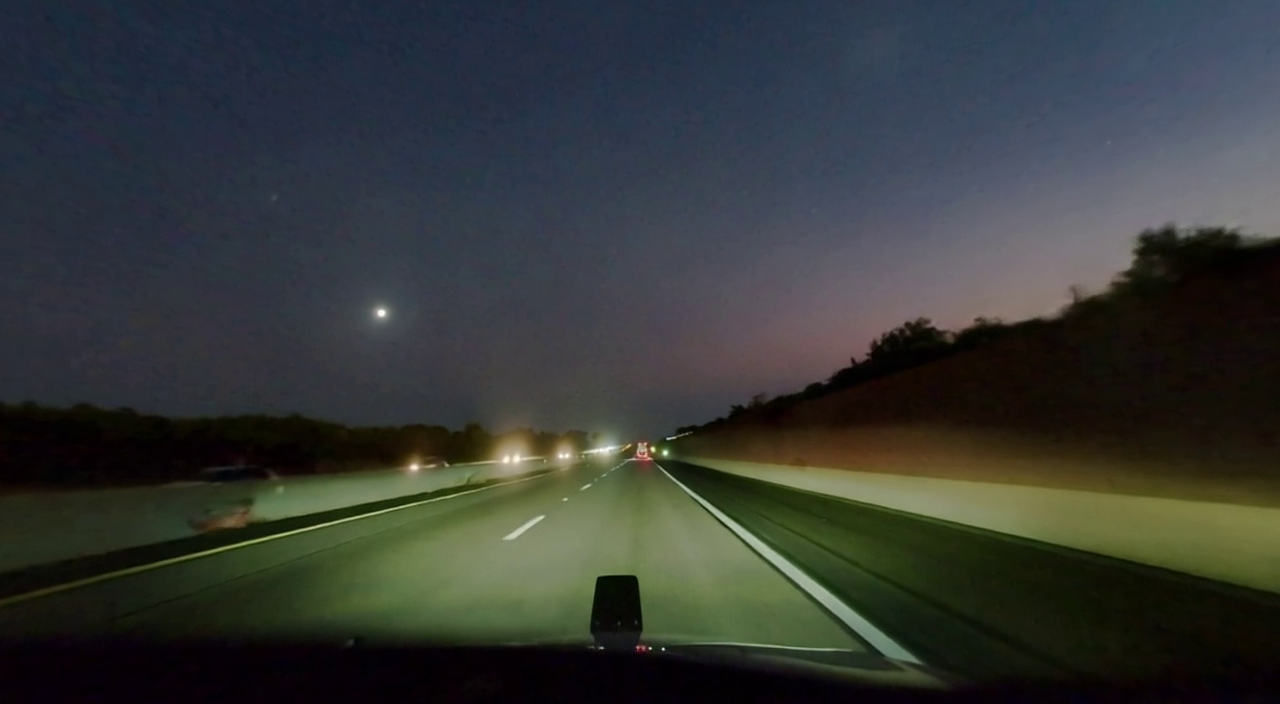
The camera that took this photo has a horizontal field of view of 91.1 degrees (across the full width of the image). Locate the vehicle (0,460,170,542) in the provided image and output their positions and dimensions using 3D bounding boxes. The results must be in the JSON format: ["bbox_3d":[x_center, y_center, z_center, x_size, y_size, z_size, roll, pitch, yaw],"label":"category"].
[{"bbox_3d":[-13.105,3.130,13.622,2.075,1.475,4.849,0,-9,0],"label":"vehicle"}]

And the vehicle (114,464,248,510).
[{"bbox_3d":[-16.917,4.977,23.503,1.717,1.424,4.368,0,-9,0],"label":"vehicle"}]

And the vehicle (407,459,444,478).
[{"bbox_3d":[-16.964,9.199,49.838,1.668,1.418,3.693,0,-9,-1],"label":"vehicle"}]
